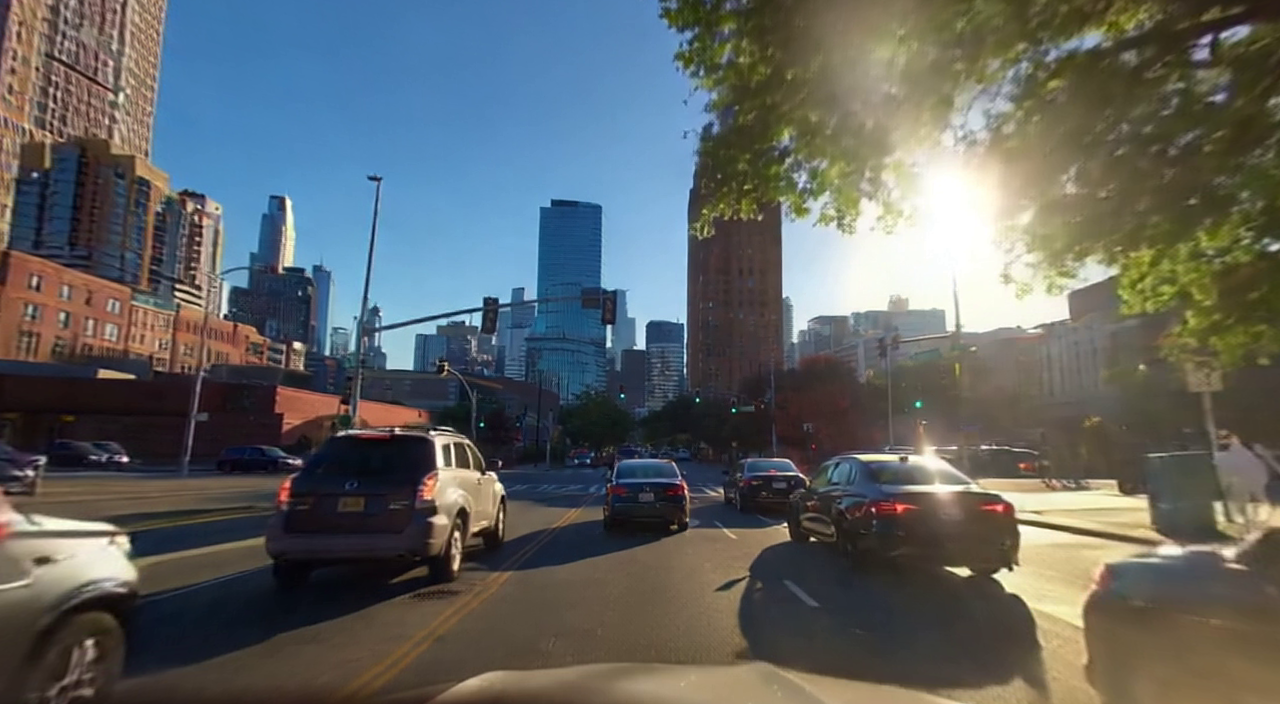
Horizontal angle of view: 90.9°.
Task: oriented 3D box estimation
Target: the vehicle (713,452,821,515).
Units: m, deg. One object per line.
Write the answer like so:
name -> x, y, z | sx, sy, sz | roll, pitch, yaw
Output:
vehicle -> 3.364, 3.565, 17.636 | 1.942, 1.443, 4.468 | 0, -8, -2

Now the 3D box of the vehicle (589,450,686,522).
vehicle -> -0.076, 3.114, 15.198 | 2.031, 1.461, 3.763 | 0, -8, -1

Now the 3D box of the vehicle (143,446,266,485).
vehicle -> -20.247, 5.263, 29.469 | 4.271, 1.705, 1.941 | 0, -8, 1

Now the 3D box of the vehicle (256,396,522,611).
vehicle -> -2.767, 1.719, 7.992 | 1.683, 2.039, 3.703 | 0, -8, 2

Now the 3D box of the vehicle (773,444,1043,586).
vehicle -> 3.440, 2.140, 9.282 | 1.973, 1.537, 4.533 | 0, -8, 0

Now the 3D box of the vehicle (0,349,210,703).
vehicle -> -3.412, 0.710, 1.291 | 2.046, 1.744, 4.407 | 0, -8, -2

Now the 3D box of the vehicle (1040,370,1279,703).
vehicle -> 3.254, 0.752, 1.219 | 2.179, 1.631, 4.173 | 0, -8, 0
